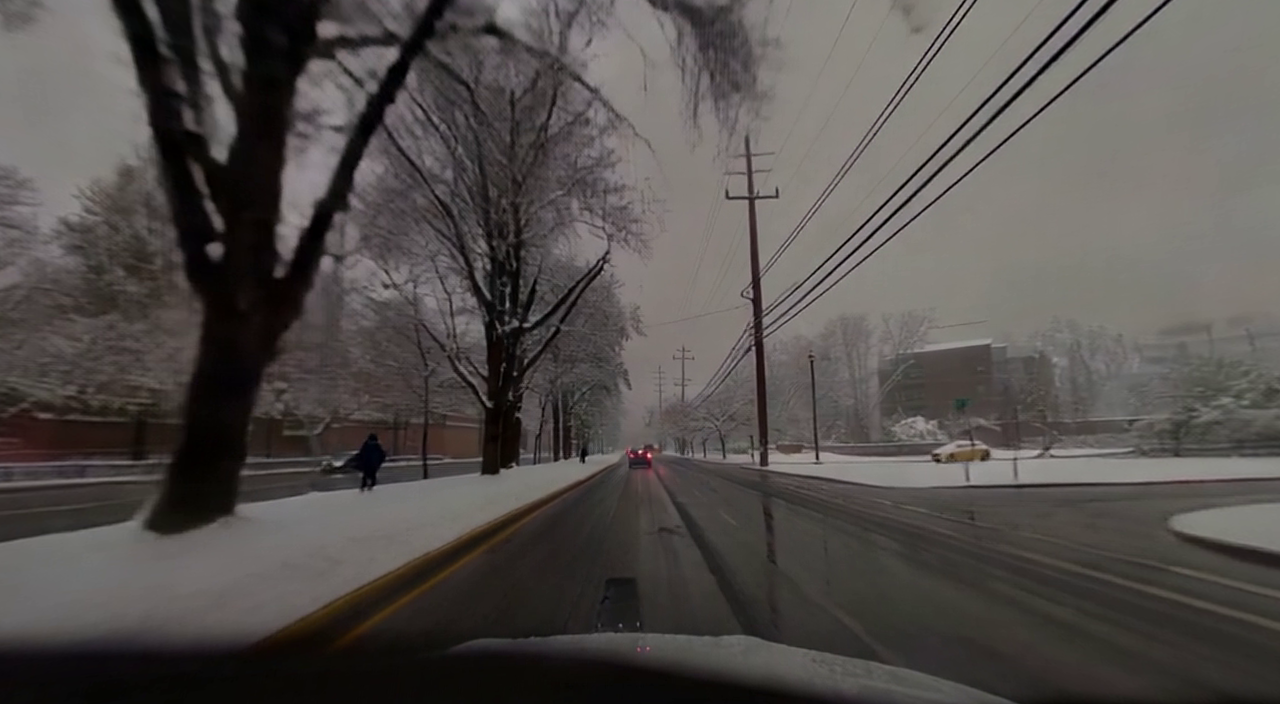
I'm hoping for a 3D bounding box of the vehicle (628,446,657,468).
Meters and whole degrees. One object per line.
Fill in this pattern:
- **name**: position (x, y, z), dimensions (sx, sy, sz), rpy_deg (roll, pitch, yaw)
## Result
- **vehicle**: position (0.166, 7.834, 47.309), dimensions (2.109, 1.501, 4.042), rpy_deg (1, -8, 0)
